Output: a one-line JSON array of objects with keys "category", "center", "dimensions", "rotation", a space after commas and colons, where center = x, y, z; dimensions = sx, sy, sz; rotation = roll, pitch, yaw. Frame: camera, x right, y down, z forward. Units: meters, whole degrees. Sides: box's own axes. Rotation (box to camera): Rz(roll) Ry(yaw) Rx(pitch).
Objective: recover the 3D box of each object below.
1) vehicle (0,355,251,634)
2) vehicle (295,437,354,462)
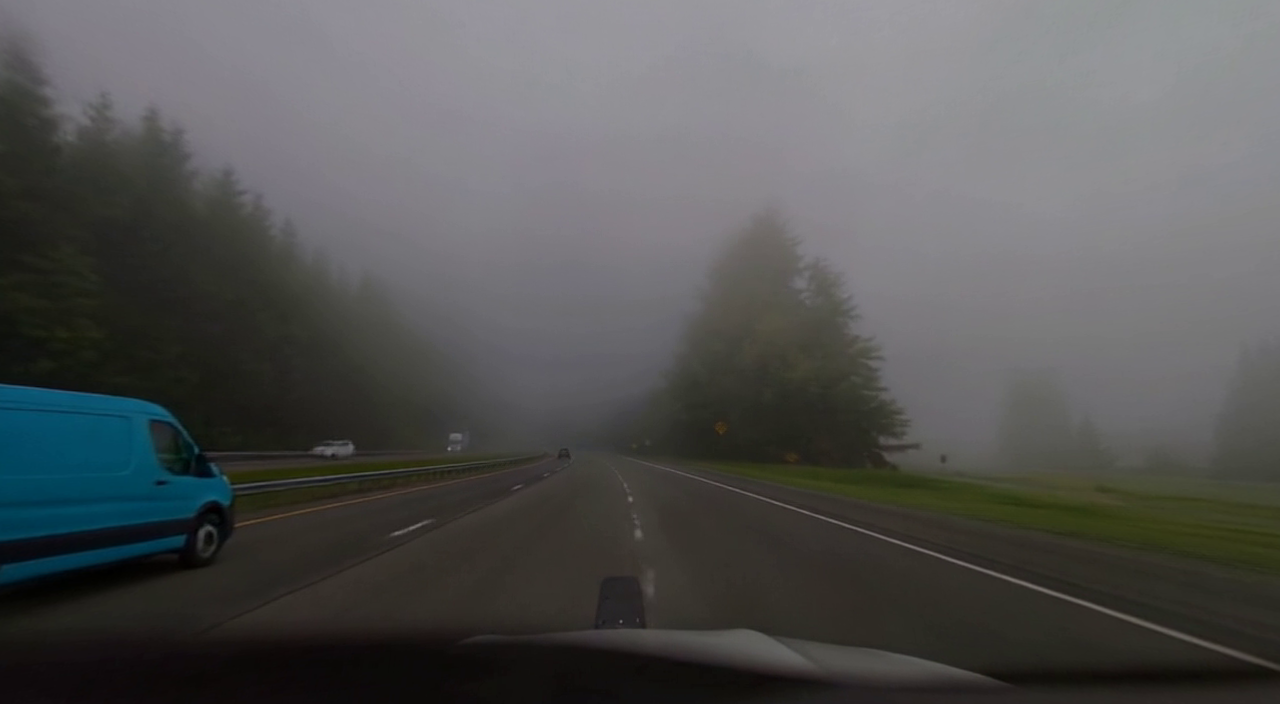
[{"category": "vehicle", "center": [-5.837, 1.142, 5.191], "dimensions": [2.197, 2.038, 4.919], "rotation": [0, -9, -2]}, {"category": "vehicle", "center": [-24.031, 7.445, 48.237], "dimensions": [2.137, 1.785, 5.001], "rotation": [0, -9, -4]}]
